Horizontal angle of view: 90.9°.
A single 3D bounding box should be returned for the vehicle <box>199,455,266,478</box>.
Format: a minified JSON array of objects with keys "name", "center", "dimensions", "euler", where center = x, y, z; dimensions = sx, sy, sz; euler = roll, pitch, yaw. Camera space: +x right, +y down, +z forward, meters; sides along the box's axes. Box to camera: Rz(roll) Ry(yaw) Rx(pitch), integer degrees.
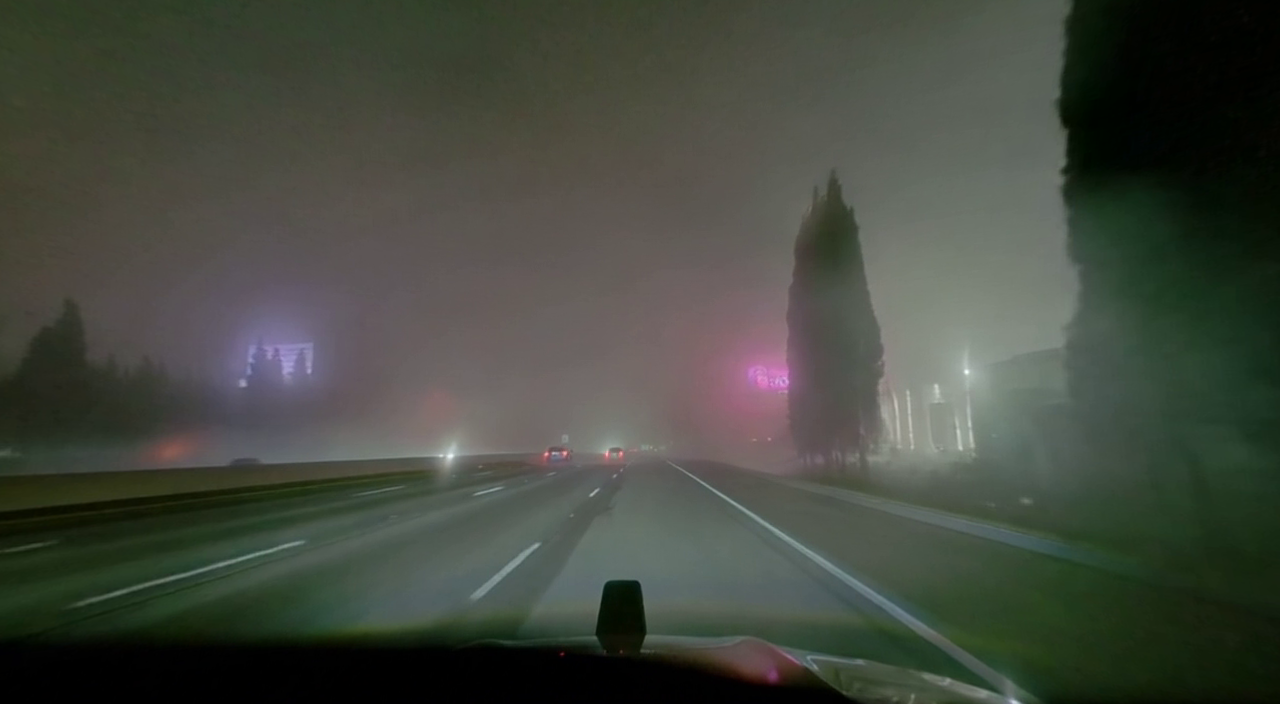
[{"name":"vehicle","center":[-30.912,8.677,47.983],"dimensions":[1.958,1.521,4.676],"euler":[0,-8,1]}]
